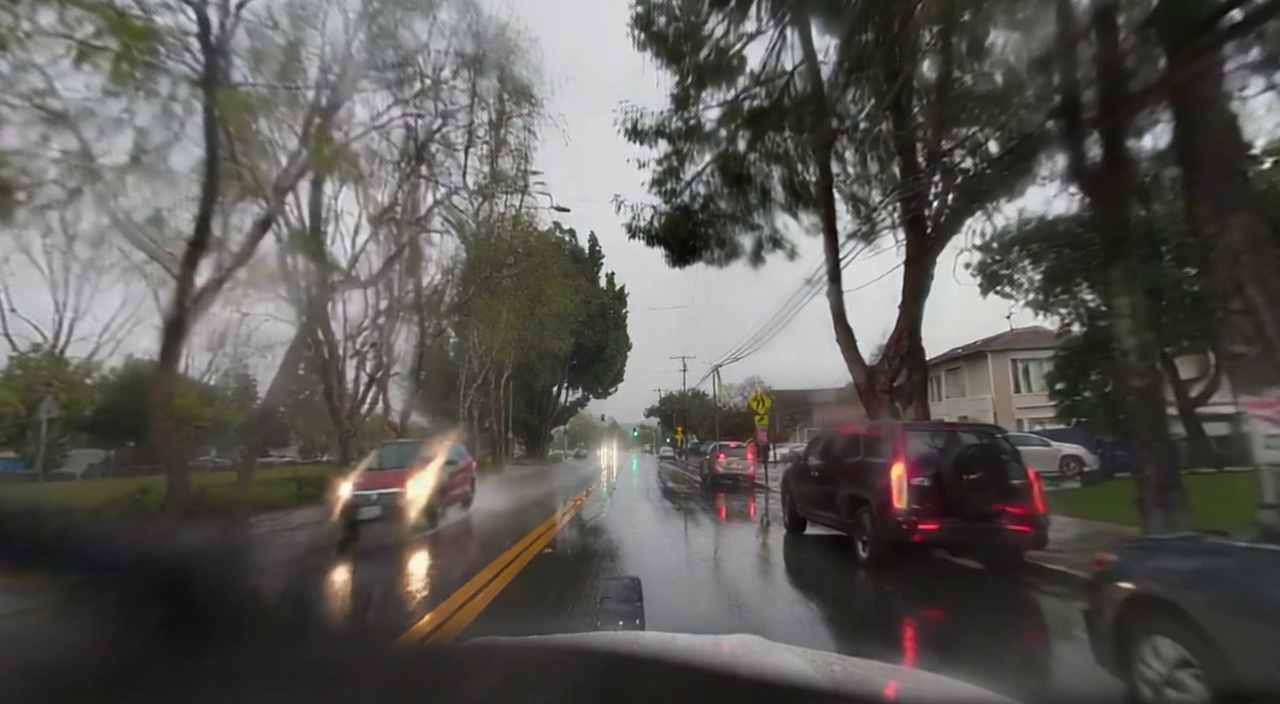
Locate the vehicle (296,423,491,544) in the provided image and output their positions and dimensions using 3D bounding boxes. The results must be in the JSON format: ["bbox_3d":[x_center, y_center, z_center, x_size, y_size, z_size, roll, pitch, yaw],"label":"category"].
[{"bbox_3d":[-4.514,2.447,12.412,2.074,1.836,4.365,-3,-9,0],"label":"vehicle"}]

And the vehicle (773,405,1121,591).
[{"bbox_3d":[3.478,1.755,8.495,2.125,1.772,4.629,0,-9,-3],"label":"vehicle"}]

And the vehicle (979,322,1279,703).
[{"bbox_3d":[3.383,0.701,1.750,2.137,1.761,4.697,0,-9,-2],"label":"vehicle"}]

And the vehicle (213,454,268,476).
[{"bbox_3d":[-29.102,8.189,45.969,4.558,1.495,1.925,-7,-11,38],"label":"vehicle"}]

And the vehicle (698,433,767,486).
[{"bbox_3d":[3.462,4.108,24.420,1.949,1.807,4.224,2,-9,-1],"label":"vehicle"}]
